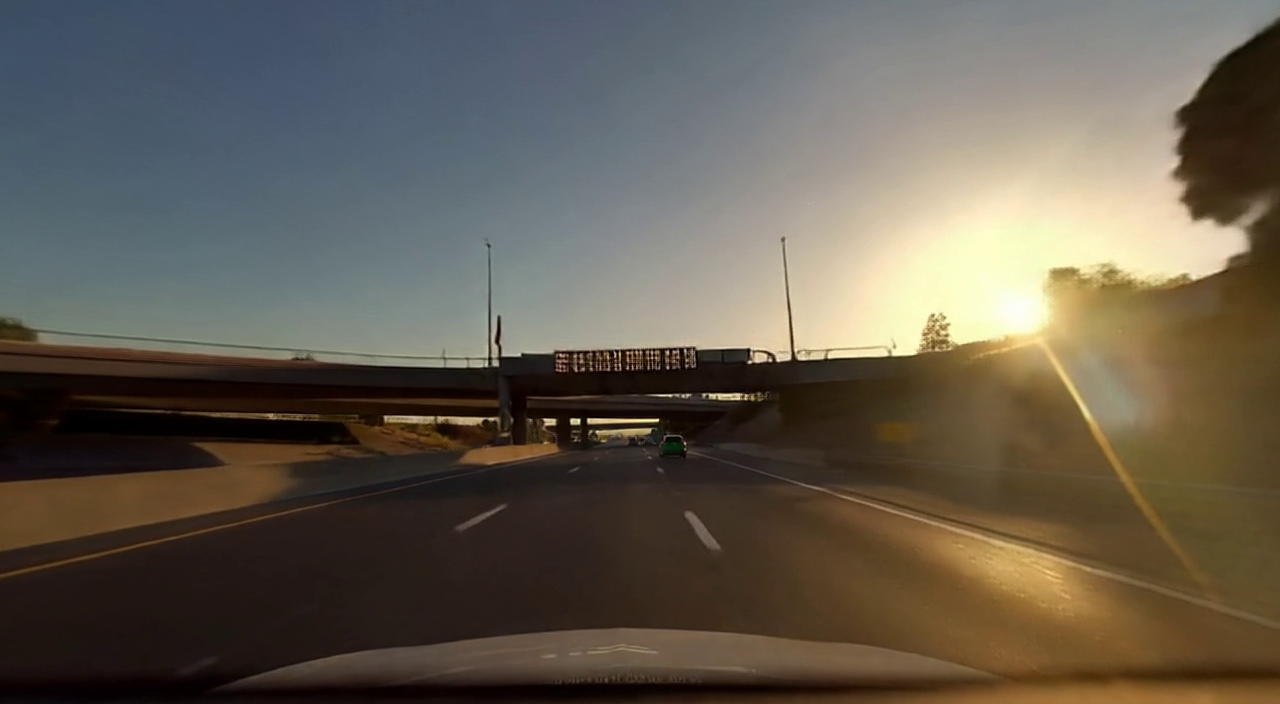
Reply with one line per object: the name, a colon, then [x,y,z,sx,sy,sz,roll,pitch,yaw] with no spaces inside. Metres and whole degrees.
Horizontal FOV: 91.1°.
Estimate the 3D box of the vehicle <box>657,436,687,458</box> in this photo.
vehicle: [2.283,6.845,45.454,1.946,1.481,3.969,0,-8,0]
